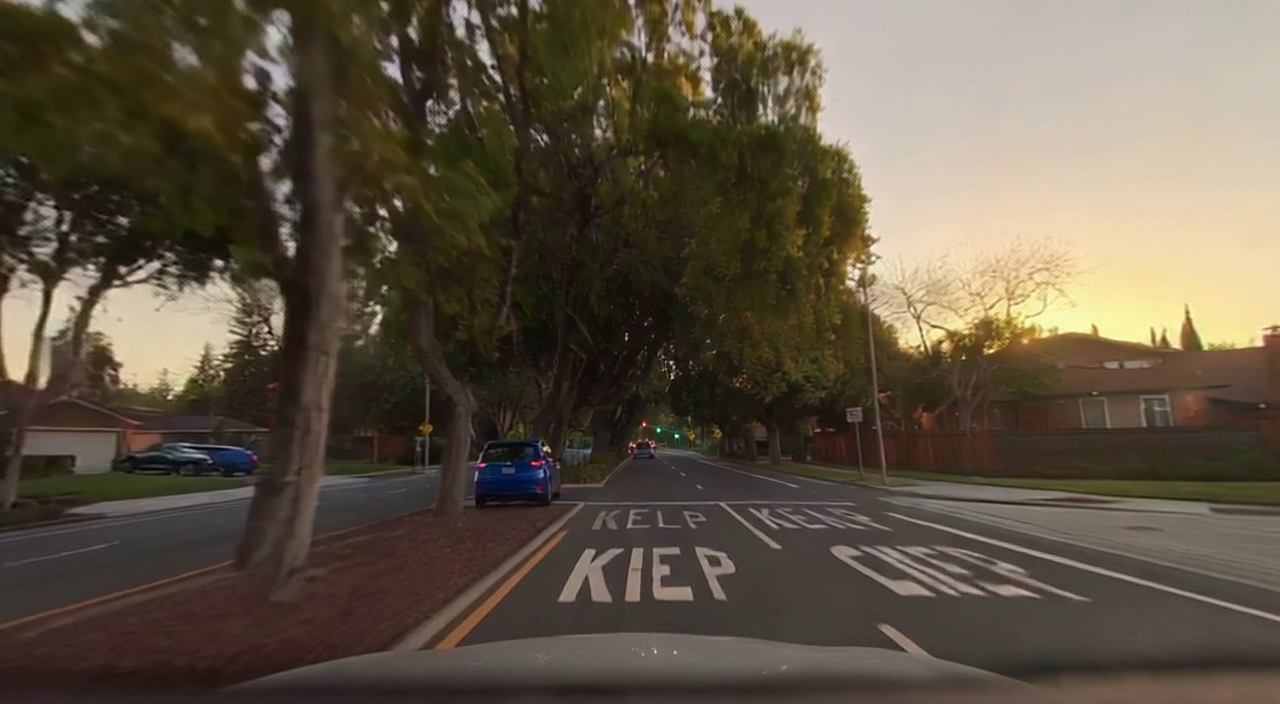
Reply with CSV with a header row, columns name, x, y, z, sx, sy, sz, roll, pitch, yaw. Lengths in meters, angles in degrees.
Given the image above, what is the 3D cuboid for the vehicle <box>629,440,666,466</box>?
name,x,y,z,sx,sy,sz,roll,pitch,yaw
vehicle,0.452,6.373,39.952,2.226,1.505,4.128,0,-8,0

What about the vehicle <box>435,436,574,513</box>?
name,x,y,z,sx,sy,sz,roll,pitch,yaw
vehicle,-2.885,2.745,14.735,2.158,1.469,4.909,0,-8,0

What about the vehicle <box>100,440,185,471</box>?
name,x,y,z,sx,sy,sz,roll,pitch,yaw
vehicle,-29.063,6.027,36.944,1.838,1.685,3.766,0,-8,1

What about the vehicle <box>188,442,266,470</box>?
name,x,y,z,sx,sy,sz,roll,pitch,yaw
vehicle,-23.606,5.941,36.194,1.894,1.508,3.783,0,-8,0

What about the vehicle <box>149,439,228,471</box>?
name,x,y,z,sx,sy,sz,roll,pitch,yaw
vehicle,-26.141,5.944,36.638,1.919,1.701,3.695,0,-8,-2
